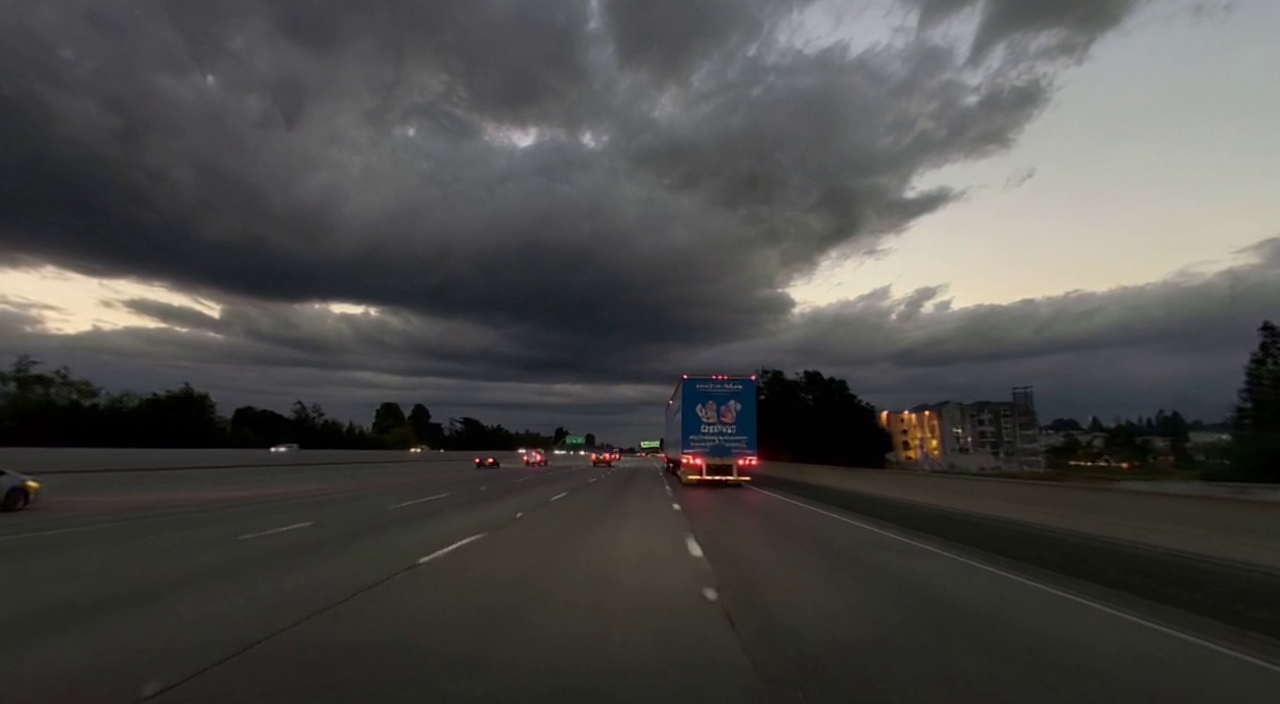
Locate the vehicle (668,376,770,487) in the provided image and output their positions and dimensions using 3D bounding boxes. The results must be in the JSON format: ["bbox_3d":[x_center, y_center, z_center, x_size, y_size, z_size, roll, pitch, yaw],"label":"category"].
[{"bbox_3d":[3.251,4.098,31.162,3.140,4.100,15.551,0,-9,0],"label":"vehicle"}]
